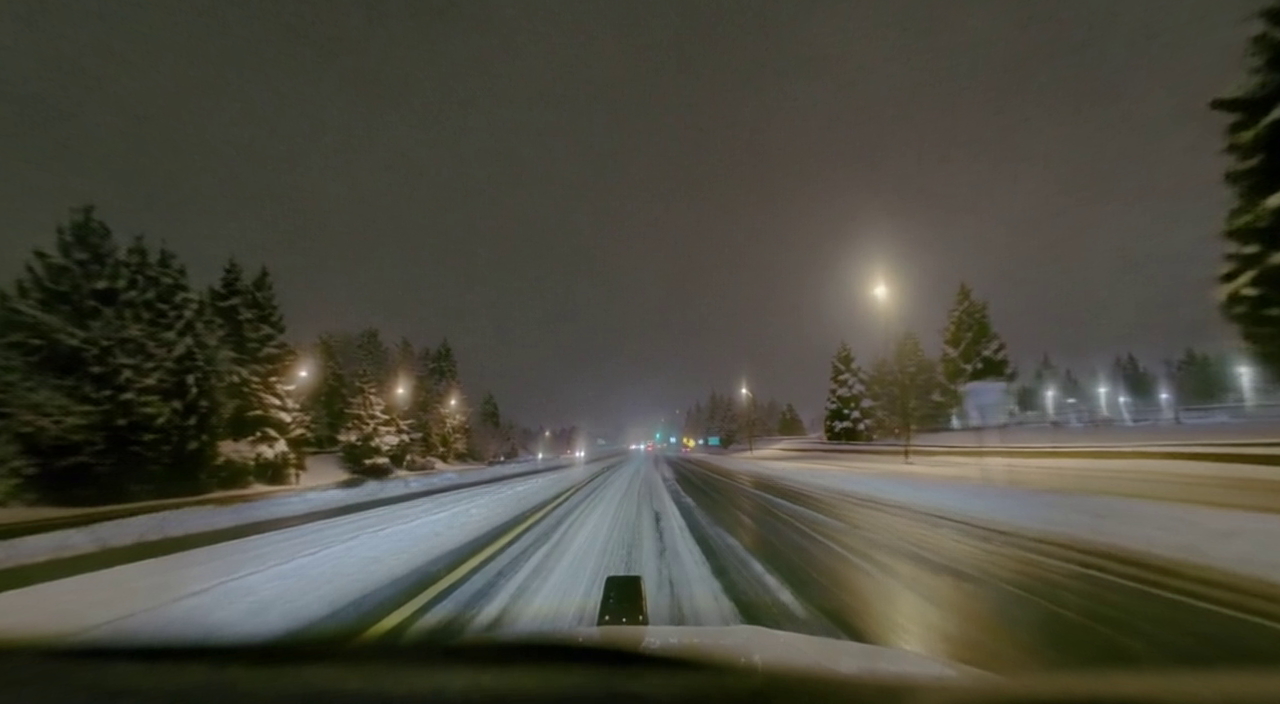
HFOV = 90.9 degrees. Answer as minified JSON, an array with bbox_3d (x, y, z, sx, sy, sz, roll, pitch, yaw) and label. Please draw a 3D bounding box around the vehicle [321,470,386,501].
[{"bbox_3d":[-15.908,7.400,35.203,1.767,1.466,3.745,0,-8,1],"label":"vehicle"}]
